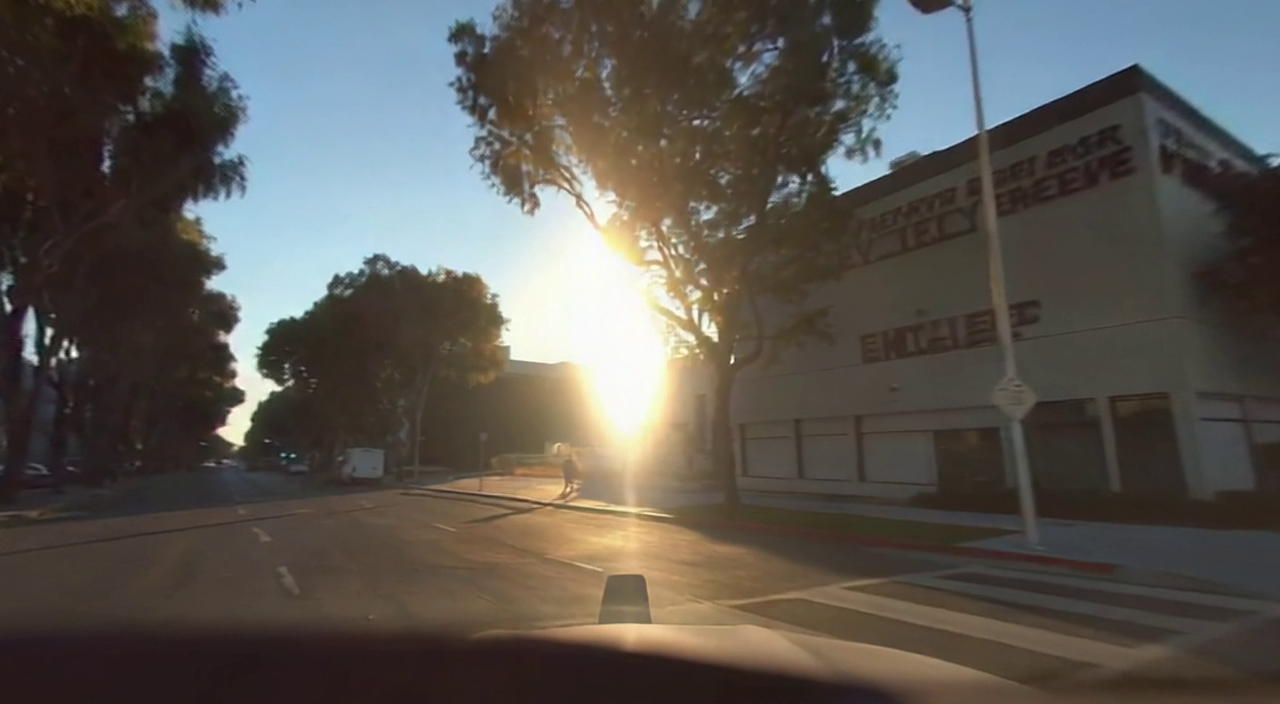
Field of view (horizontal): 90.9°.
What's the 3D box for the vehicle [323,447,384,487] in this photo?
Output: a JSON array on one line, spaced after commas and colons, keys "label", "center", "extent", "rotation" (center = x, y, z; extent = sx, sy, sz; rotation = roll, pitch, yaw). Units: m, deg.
[{"label": "vehicle", "center": [-19.801, 7.838, 43.340], "extent": [2.596, 2.509, 6.178], "rotation": [6, -12, -34]}]
